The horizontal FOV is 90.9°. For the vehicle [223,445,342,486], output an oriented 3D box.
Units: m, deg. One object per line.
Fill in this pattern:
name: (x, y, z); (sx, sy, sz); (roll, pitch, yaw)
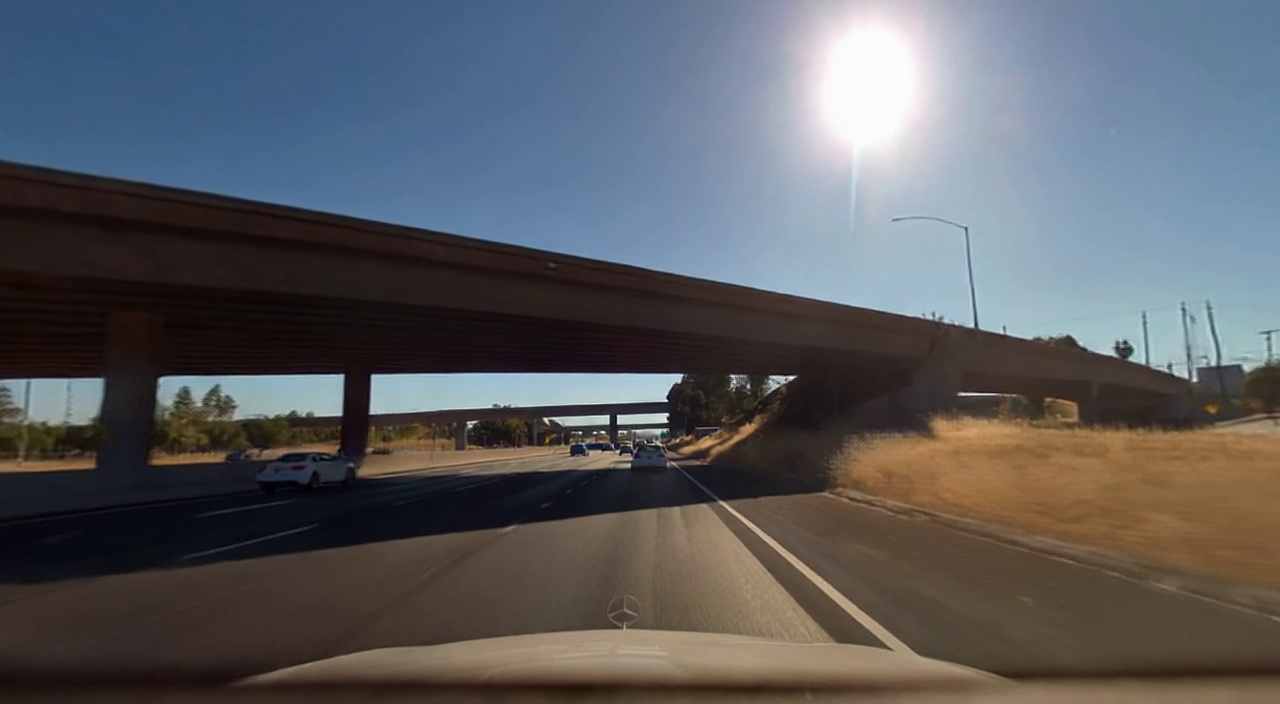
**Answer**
vehicle: (-14.437, 4.570, 25.877); (1.960, 1.505, 4.854); (0, -9, 2)

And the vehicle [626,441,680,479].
vehicle: (0.533, 4.626, 27.328); (2.145, 1.493, 4.146); (0, -9, 0)
